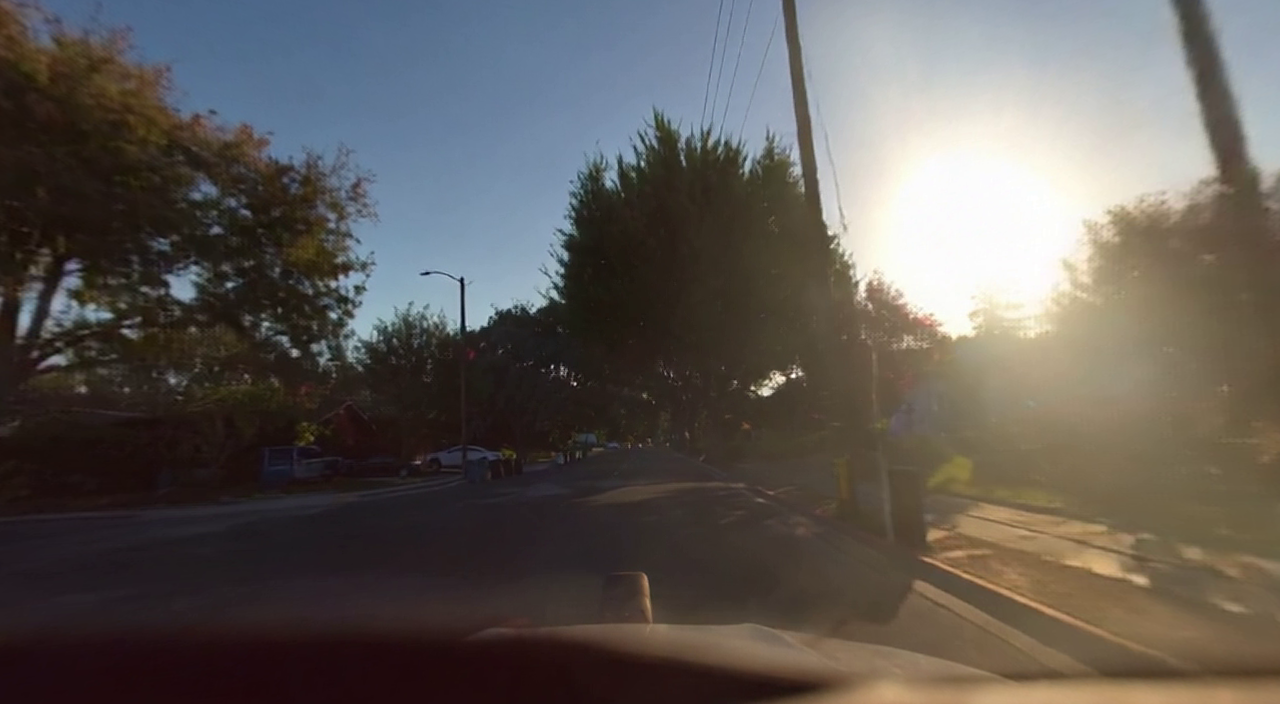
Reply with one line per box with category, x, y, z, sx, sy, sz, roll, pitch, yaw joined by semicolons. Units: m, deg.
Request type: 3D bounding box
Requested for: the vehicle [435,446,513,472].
vehicle;-10.113;6.466;38.404;4.293;1.484;1.981;3;-9;-22
